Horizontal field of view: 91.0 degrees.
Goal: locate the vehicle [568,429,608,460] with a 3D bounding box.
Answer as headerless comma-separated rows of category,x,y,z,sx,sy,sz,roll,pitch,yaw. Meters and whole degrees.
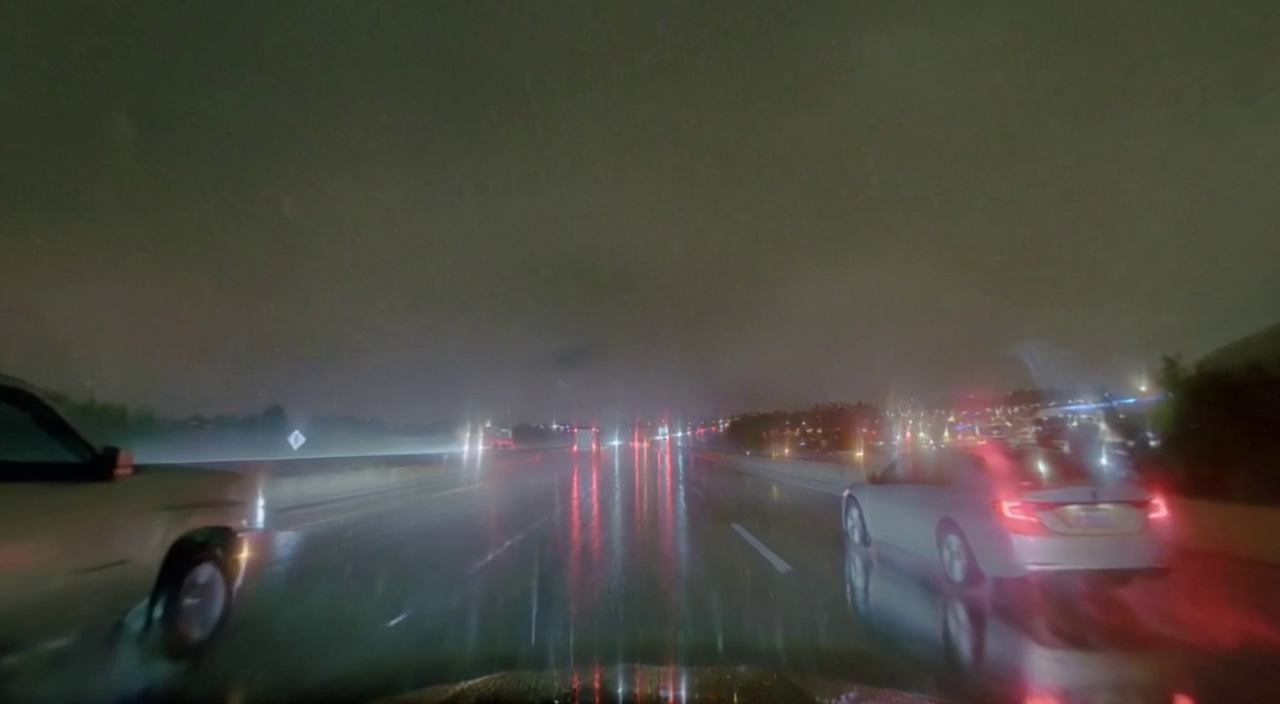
vehicle,-3.920,7.168,48.643,2.496,2.203,6.317,0,-9,1

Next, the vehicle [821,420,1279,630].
vehicle,3.822,1.658,7.175,2.047,1.532,4.884,0,-9,0

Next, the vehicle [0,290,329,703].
vehicle,-3.641,0.633,2.082,2.285,1.853,5.564,0,-9,1
